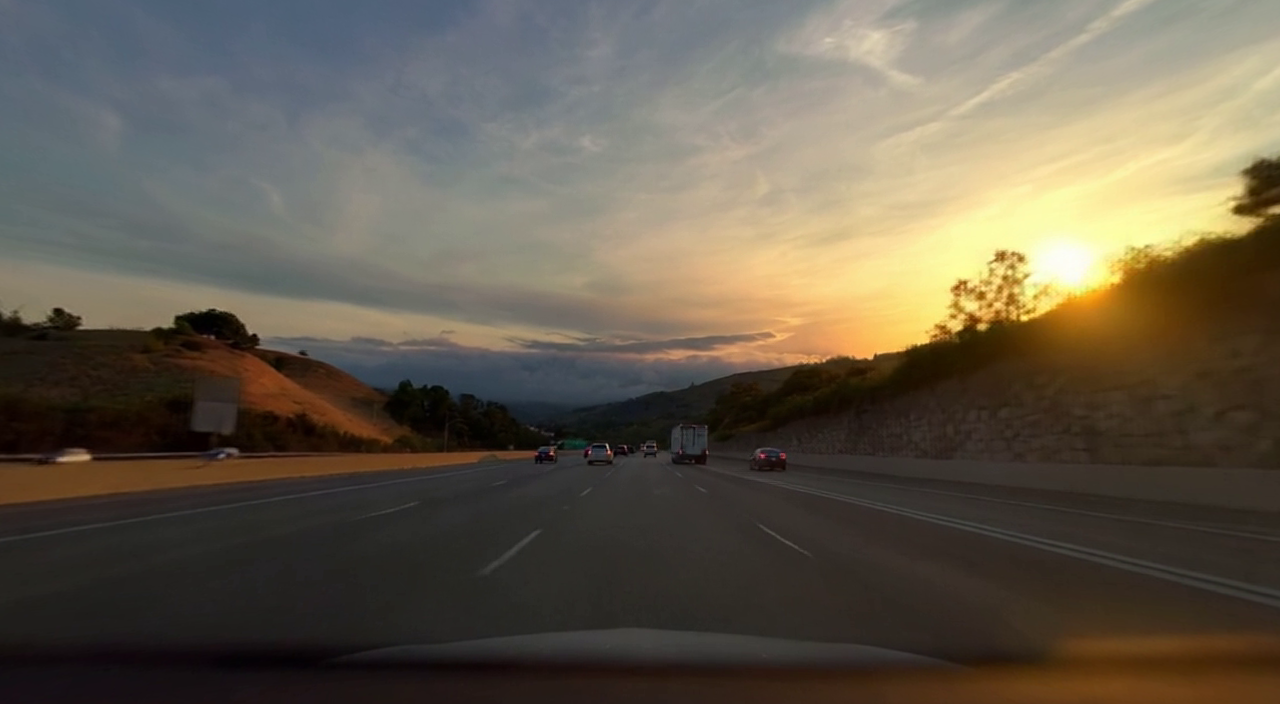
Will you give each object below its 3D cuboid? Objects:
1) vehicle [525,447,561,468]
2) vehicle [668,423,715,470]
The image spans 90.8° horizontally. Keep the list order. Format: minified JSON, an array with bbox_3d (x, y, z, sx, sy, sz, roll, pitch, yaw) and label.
[{"bbox_3d":[-7.473,8.131,48.995,2.102,1.522,4.394,0,-9,0],"label":"vehicle"},{"bbox_3d":[3.698,7.039,47.168,2.795,3.187,7.205,0,-8,-1],"label":"vehicle"}]
